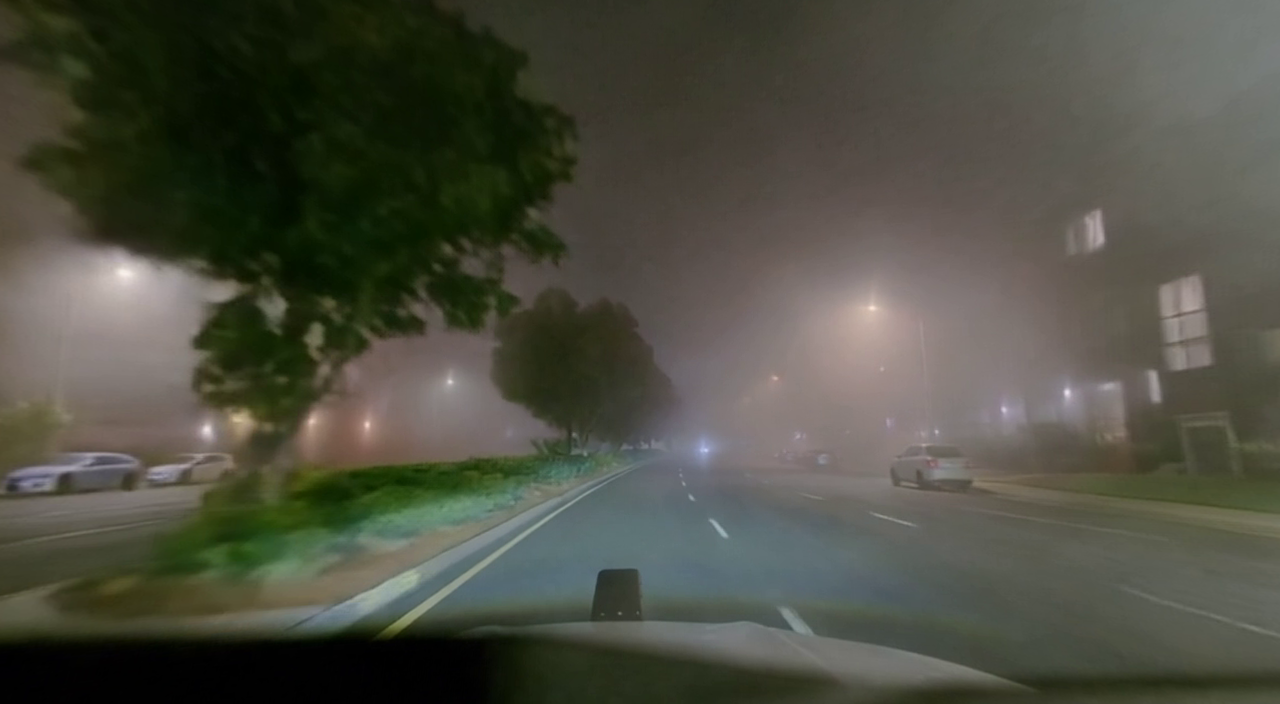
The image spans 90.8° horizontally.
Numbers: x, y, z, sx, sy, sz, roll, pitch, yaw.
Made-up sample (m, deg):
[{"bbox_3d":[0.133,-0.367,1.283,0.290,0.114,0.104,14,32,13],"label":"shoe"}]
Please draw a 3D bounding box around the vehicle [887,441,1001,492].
[{"bbox_3d":[10.663,4.010,22.573,1.992,1.615,4.460,0,-9,3],"label":"vehicle"}]

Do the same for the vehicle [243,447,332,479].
[{"bbox_3d":[-18.319,5.826,33.137,2.003,1.505,4.332,-3,-10,3],"label":"vehicle"}]

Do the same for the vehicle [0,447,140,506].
[{"bbox_3d":[-19.091,4.007,20.800,1.686,1.671,4.477,0,-8,-2],"label":"vehicle"}]

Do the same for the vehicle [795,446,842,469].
[{"bbox_3d":[11.816,7.025,42.195,1.897,1.455,4.586,0,-9,2],"label":"vehicle"}]

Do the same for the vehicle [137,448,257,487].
[{"bbox_3d":[-18.760,4.938,27.050,1.795,1.445,4.629,-2,-10,0],"label":"vehicle"}]
